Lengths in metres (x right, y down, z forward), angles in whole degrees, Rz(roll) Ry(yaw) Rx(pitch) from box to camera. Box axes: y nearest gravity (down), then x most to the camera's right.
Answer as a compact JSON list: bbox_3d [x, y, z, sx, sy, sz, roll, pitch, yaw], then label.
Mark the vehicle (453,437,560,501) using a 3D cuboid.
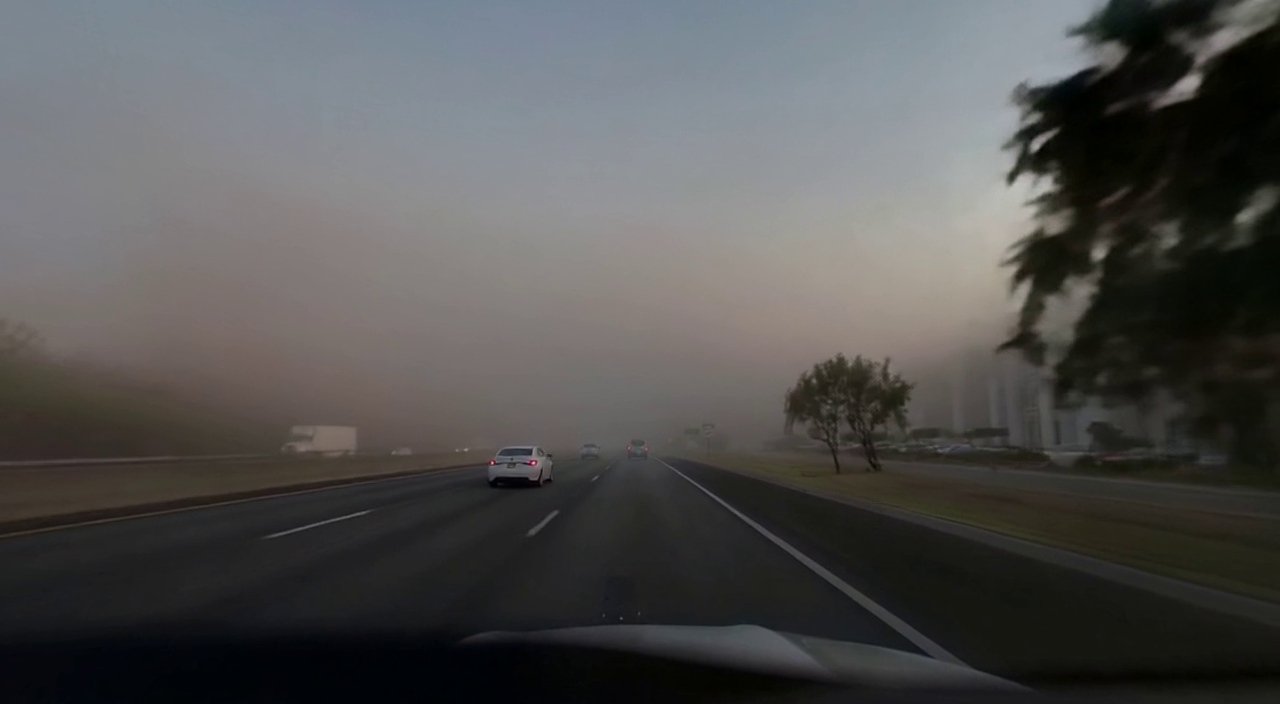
[{"bbox_3d":[-3.365,3.036,16.759,1.920,1.463,4.134,1,-9,0],"label":"vehicle"}]
